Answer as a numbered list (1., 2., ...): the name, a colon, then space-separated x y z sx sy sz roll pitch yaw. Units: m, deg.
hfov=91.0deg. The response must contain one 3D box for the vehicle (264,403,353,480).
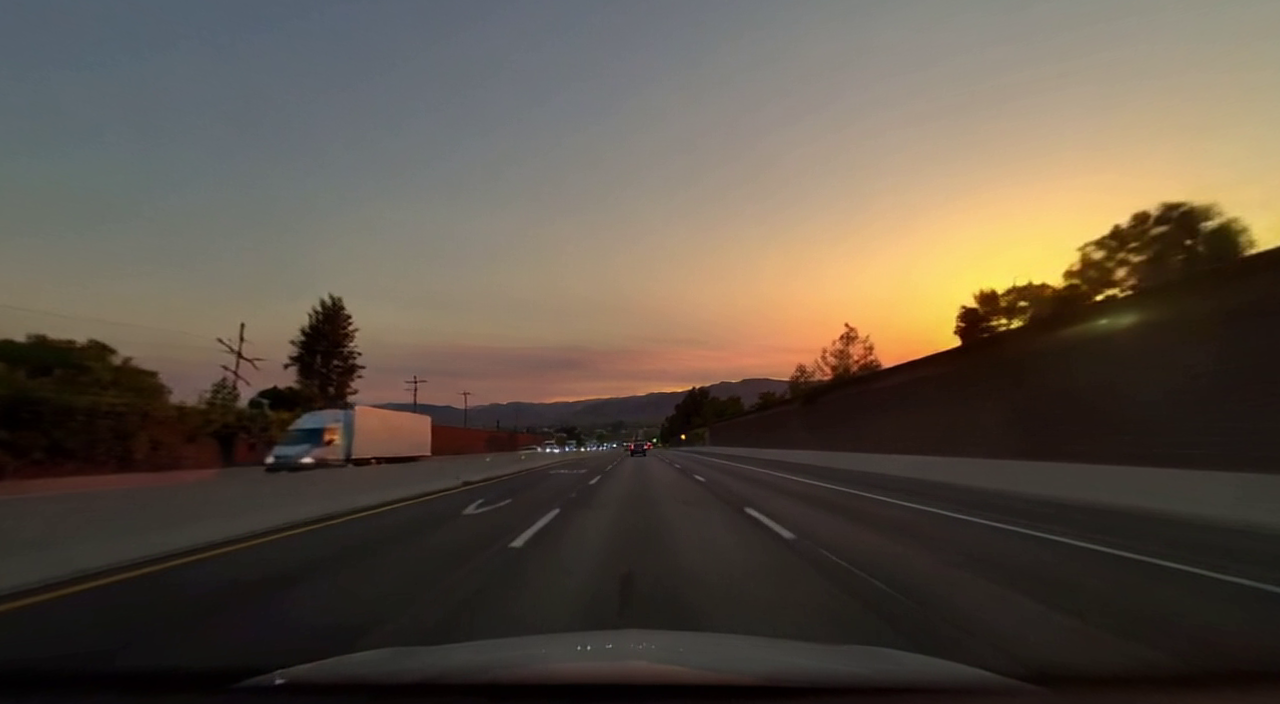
1. vehicle: -18.305 4.970 34.979 2.991 4.014 3.166 0 -8 0

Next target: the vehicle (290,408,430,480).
1. vehicle: -18.442 6.297 43.165 3.341 4.076 13.934 0 -8 -1
